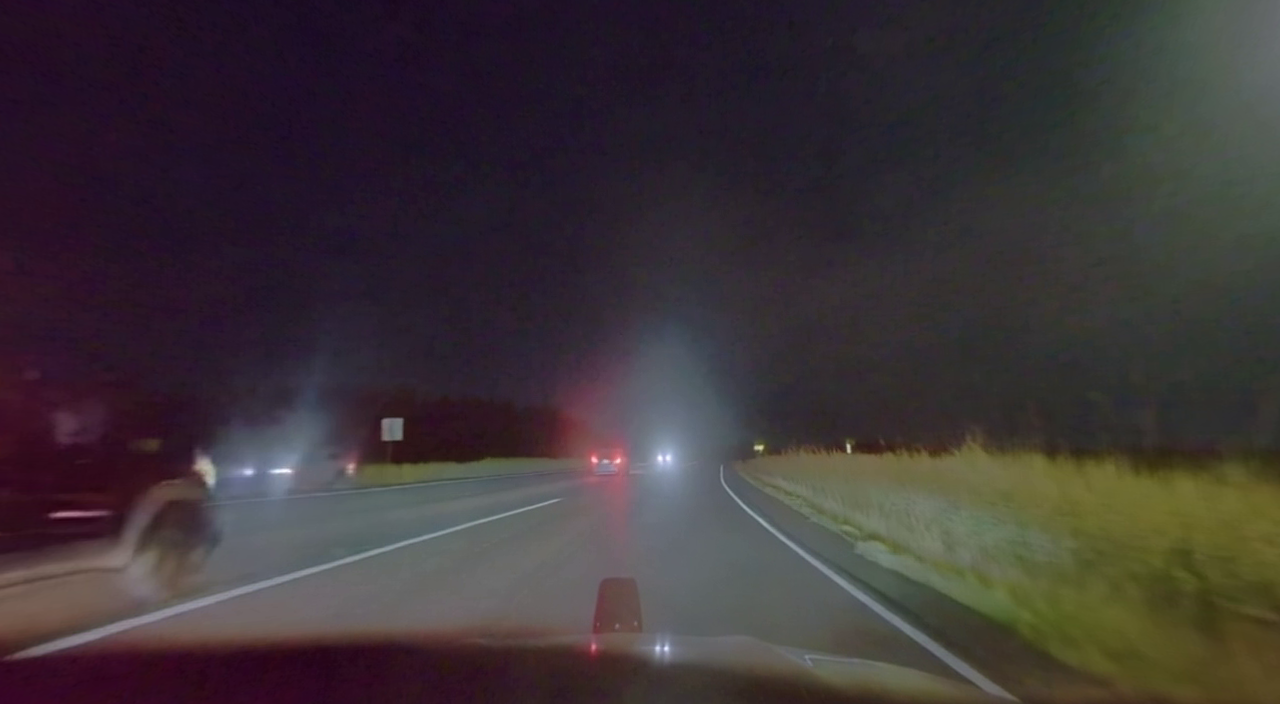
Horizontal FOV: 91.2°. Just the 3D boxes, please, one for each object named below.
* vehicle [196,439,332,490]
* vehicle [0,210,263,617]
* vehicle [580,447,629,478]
[{"bbox_3d":[-19.561,5.886,33.178,2.387,2.412,6.602,-1,-9,8],"label":"vehicle"},{"bbox_3d":[-6.876,0.379,4.424,2.757,3.370,7.606,-1,-9,9],"label":"vehicle"},{"bbox_3d":[-2.027,6.473,36.912,2.106,1.679,3.908,-1,-9,8],"label":"vehicle"}]
